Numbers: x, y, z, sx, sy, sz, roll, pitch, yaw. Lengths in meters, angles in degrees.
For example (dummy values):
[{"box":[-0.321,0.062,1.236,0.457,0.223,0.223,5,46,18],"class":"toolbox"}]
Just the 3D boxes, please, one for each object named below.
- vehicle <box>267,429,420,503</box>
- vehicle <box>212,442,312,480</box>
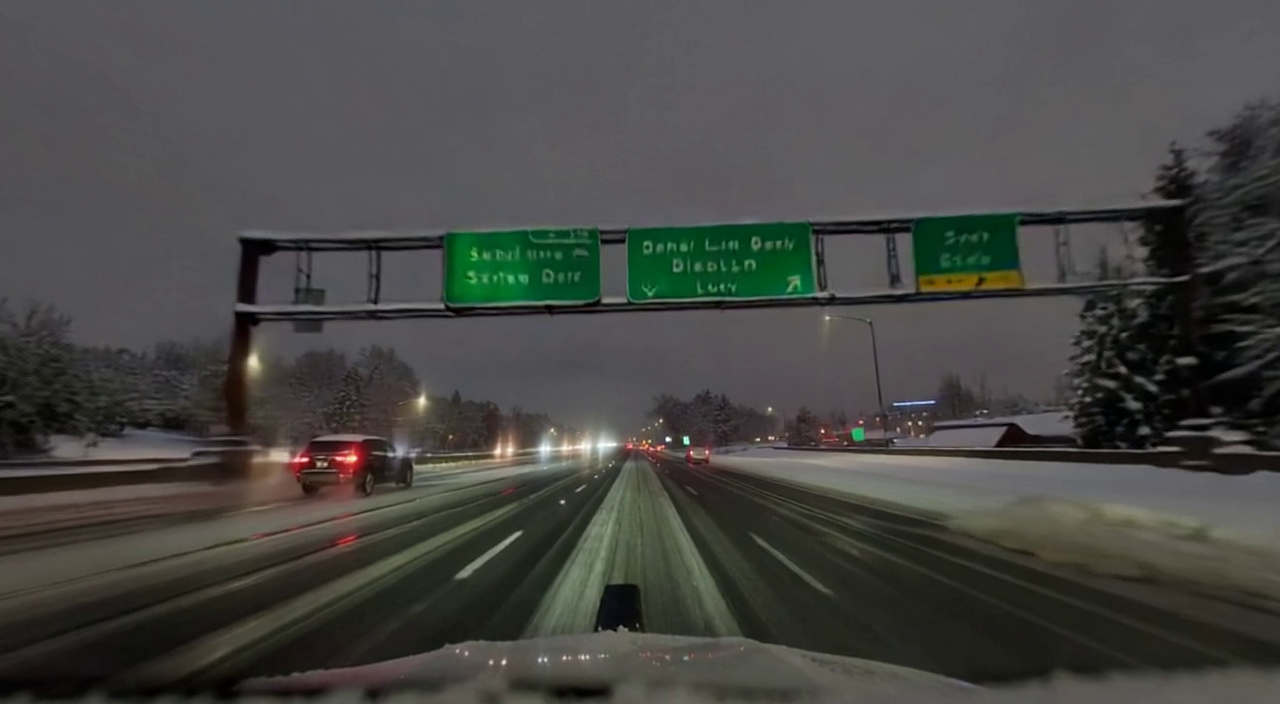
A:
[{"box":[-7.796,3.019,17.184,2.089,1.724,4.327,0,-8,-1],"class":"vehicle"},{"box":[-17.295,4.956,29.193,1.824,1.580,4.407,0,-8,0],"class":"vehicle"}]
